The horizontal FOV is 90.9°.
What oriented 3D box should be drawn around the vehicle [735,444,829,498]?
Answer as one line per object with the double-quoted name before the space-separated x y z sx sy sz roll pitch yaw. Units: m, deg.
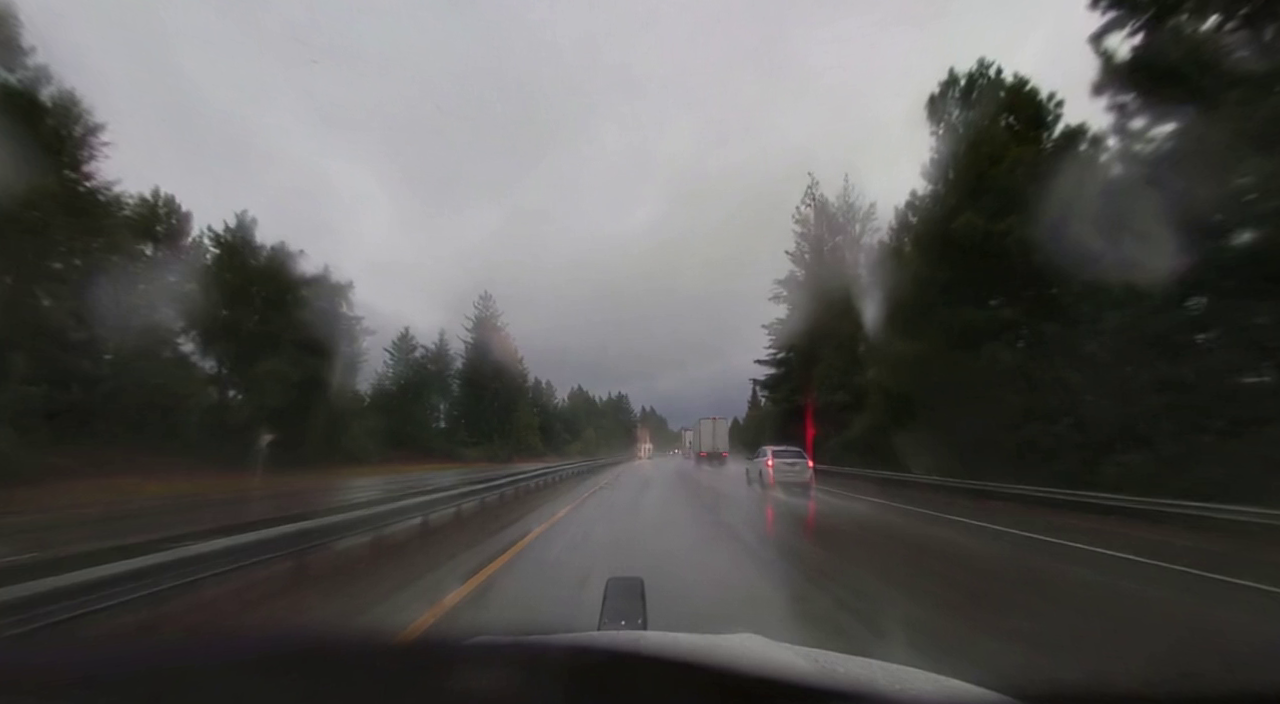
"vehicle" 4.205 3.587 19.354 1.893 1.442 4.039 0 -9 -1
